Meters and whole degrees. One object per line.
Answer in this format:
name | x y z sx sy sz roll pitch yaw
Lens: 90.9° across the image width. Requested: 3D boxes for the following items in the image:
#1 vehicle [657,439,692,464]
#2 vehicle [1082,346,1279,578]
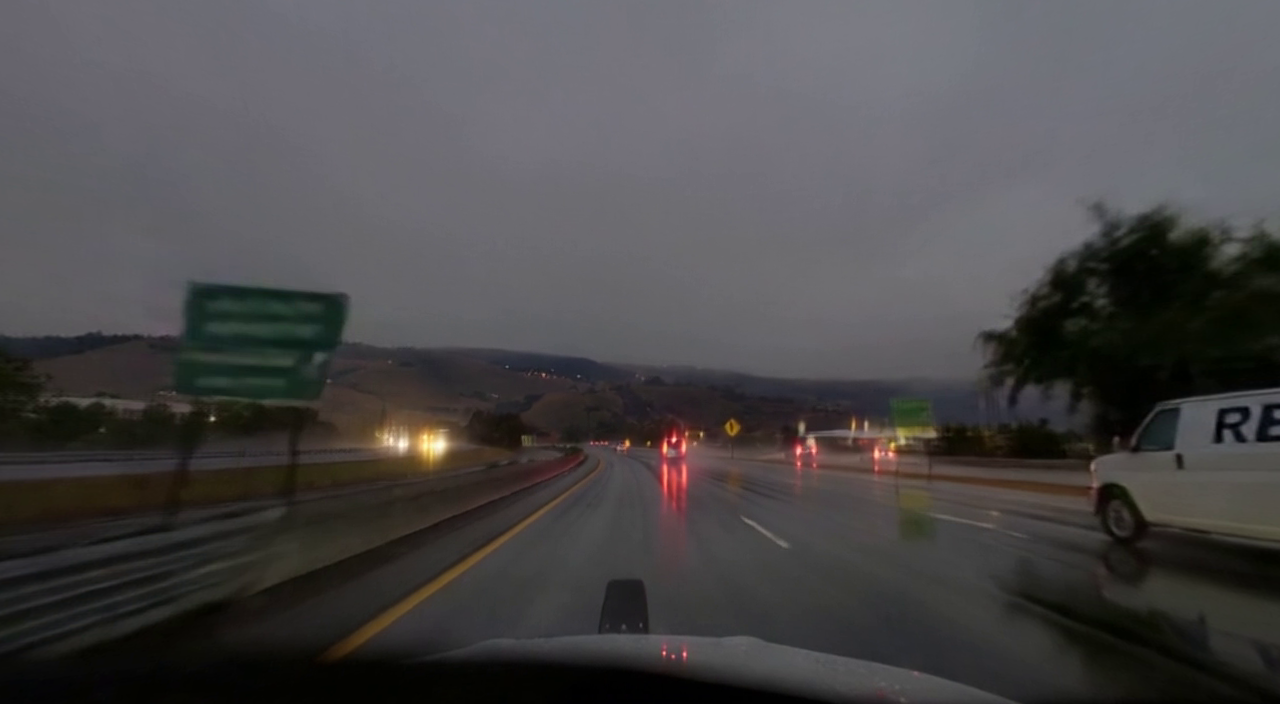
vehicle | 2.640 7.724 49.233 2.210 1.815 4.571 1 -8 -3
vehicle | 6.880 0.937 5.308 2.275 2.059 5.543 0 -8 0
